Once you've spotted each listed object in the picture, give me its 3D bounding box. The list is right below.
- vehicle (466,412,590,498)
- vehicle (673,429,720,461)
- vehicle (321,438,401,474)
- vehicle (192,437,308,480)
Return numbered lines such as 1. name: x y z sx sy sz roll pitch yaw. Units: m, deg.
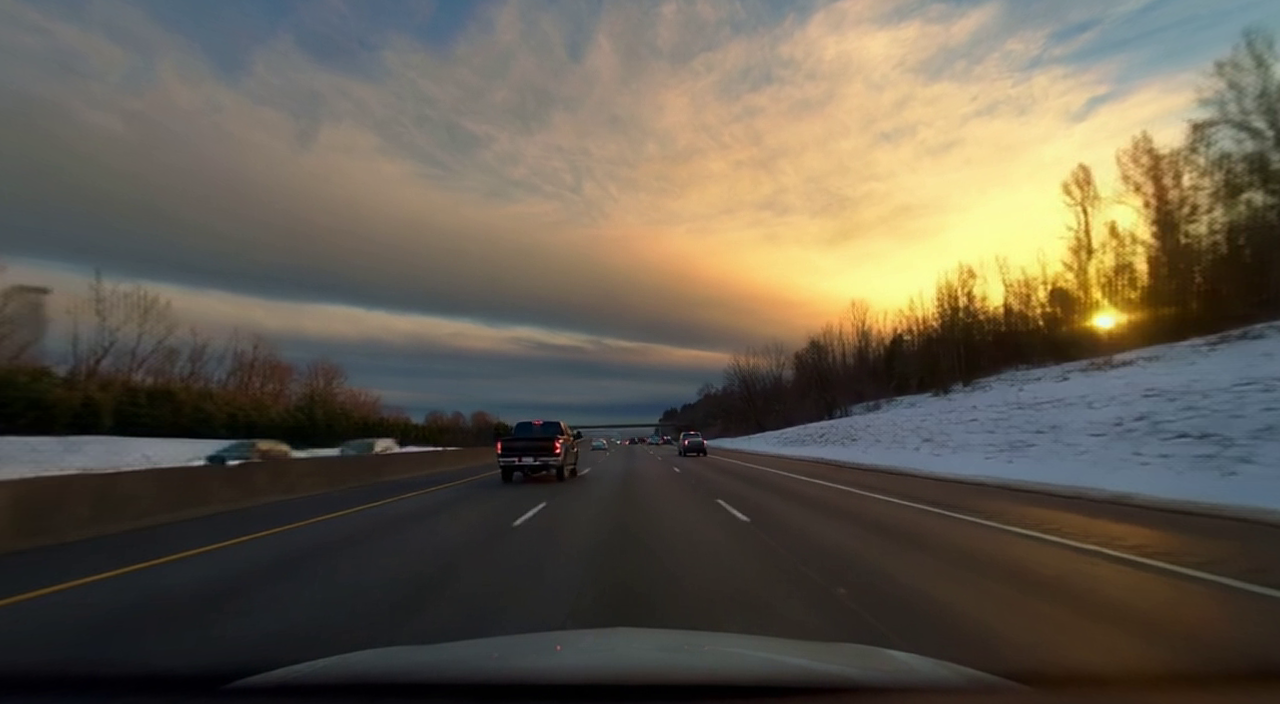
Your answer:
1. vehicle: -2.555 2.495 15.661 2.185 1.772 4.656 -1 -8 0
2. vehicle: 3.164 5.323 36.078 2.124 1.696 4.173 0 -8 -2
3. vehicle: -12.422 4.609 28.313 1.832 1.464 4.110 0 -8 -2
4. vehicle: -15.815 4.308 25.859 1.939 1.553 4.619 0 -8 -2
